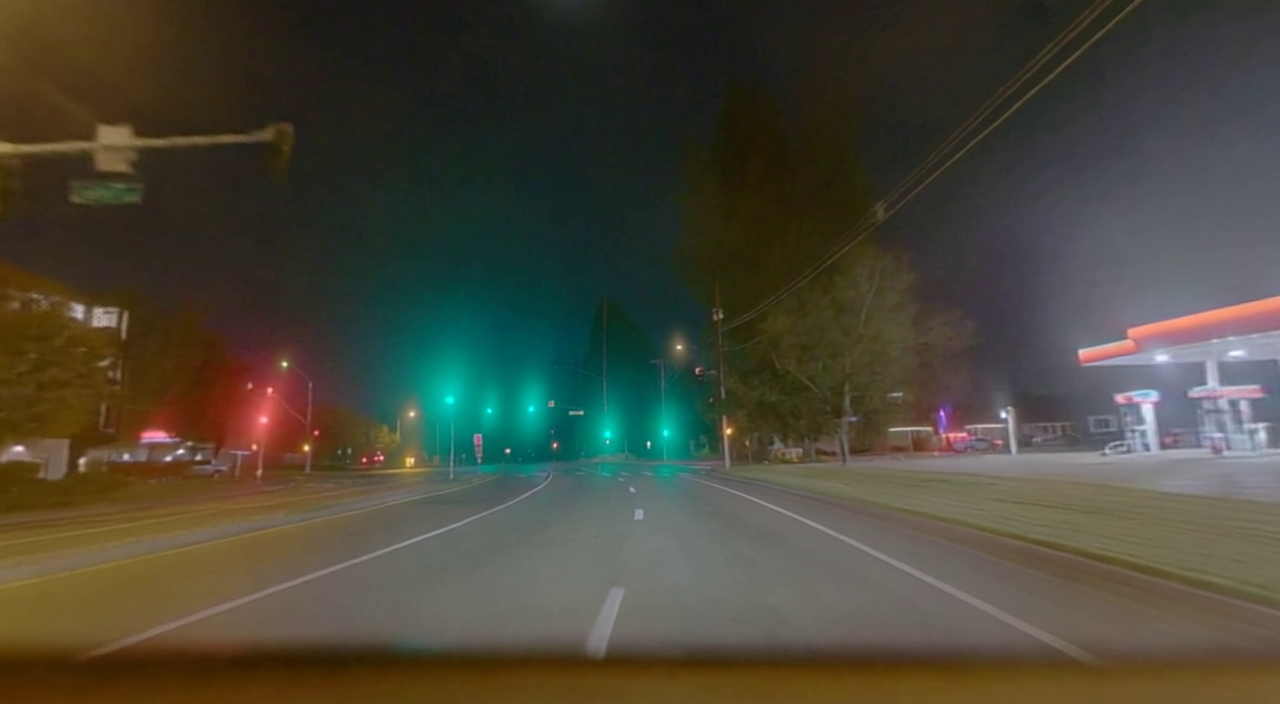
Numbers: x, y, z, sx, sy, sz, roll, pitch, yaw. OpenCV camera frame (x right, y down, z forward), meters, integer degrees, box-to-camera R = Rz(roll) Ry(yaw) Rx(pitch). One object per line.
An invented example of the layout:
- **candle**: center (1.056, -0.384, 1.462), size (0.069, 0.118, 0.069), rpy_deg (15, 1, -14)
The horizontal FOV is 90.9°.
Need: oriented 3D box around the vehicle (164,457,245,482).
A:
- **vehicle**: center (-31.862, 8.562, 46.162), size (4.559, 1.608, 1.961), rpy_deg (-2, -8, 5)
